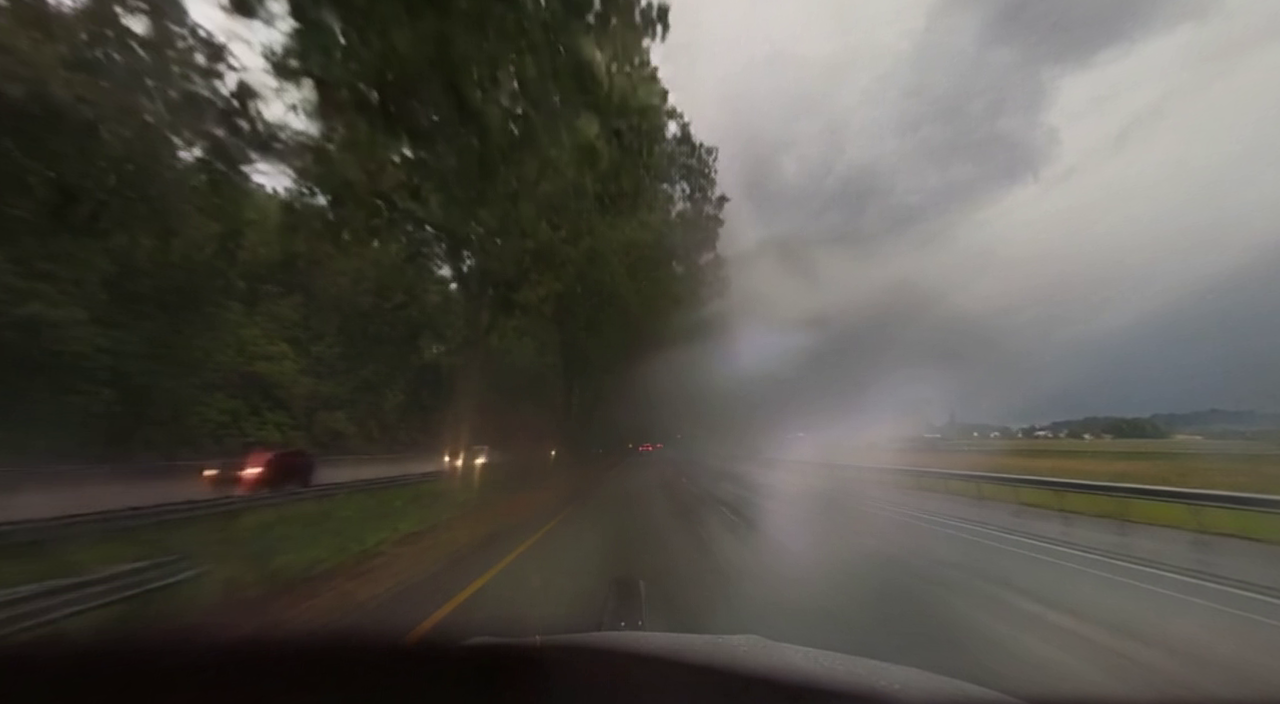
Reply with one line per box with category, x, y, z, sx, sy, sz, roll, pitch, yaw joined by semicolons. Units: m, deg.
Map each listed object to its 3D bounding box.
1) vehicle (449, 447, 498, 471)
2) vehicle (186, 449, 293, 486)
vehicle;-11.230;7.235;42.827;1.997;1.549;4.691;0;-9;1
vehicle;-16.899;4.871;26.840;1.872;1.465;3.915;0;-9;1
